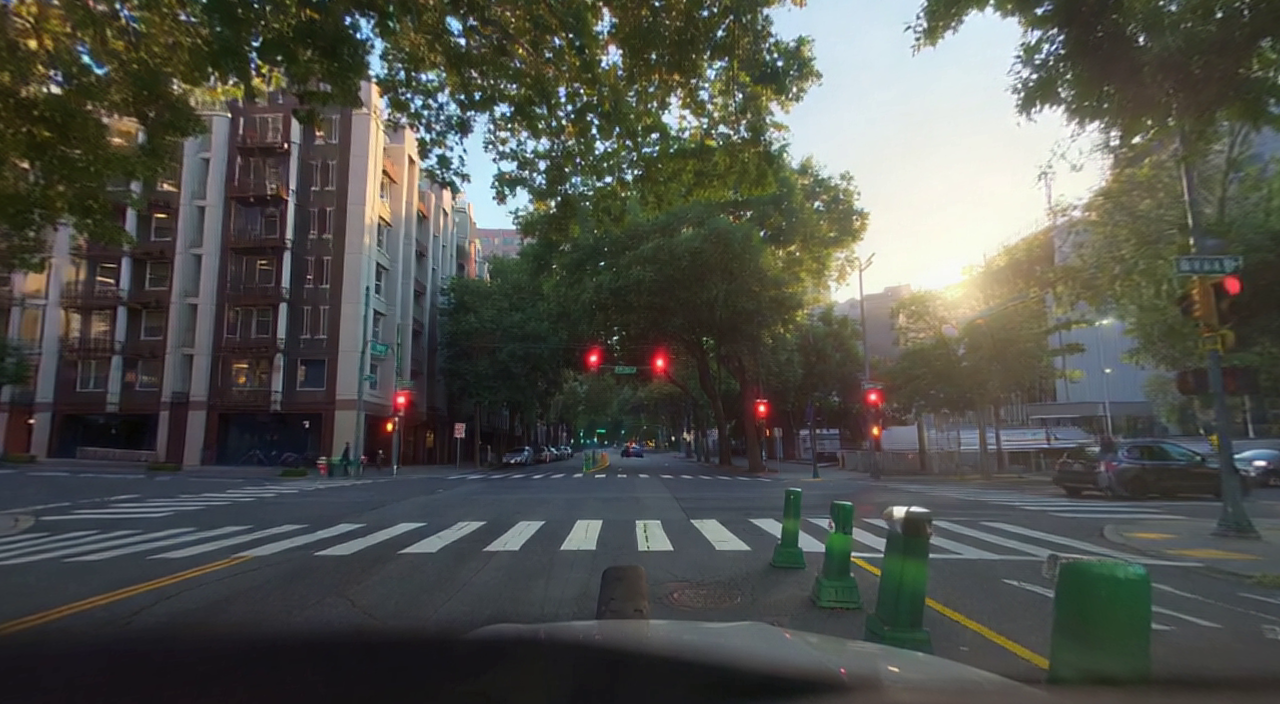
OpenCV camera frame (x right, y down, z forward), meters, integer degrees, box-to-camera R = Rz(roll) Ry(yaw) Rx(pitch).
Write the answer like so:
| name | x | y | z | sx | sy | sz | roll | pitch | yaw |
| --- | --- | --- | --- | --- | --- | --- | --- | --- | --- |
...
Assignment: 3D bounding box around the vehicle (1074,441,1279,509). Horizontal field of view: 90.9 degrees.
| name | x | y | z | sx | sy | sz | roll | pitch | yaw |
| --- | --- | --- | --- | --- | --- | --- | --- | --- | --- |
| vehicle | 12.977 | 2.800 | 14.563 | 4.424 | 1.436 | 1.804 | -1 | -9 | 5 |
